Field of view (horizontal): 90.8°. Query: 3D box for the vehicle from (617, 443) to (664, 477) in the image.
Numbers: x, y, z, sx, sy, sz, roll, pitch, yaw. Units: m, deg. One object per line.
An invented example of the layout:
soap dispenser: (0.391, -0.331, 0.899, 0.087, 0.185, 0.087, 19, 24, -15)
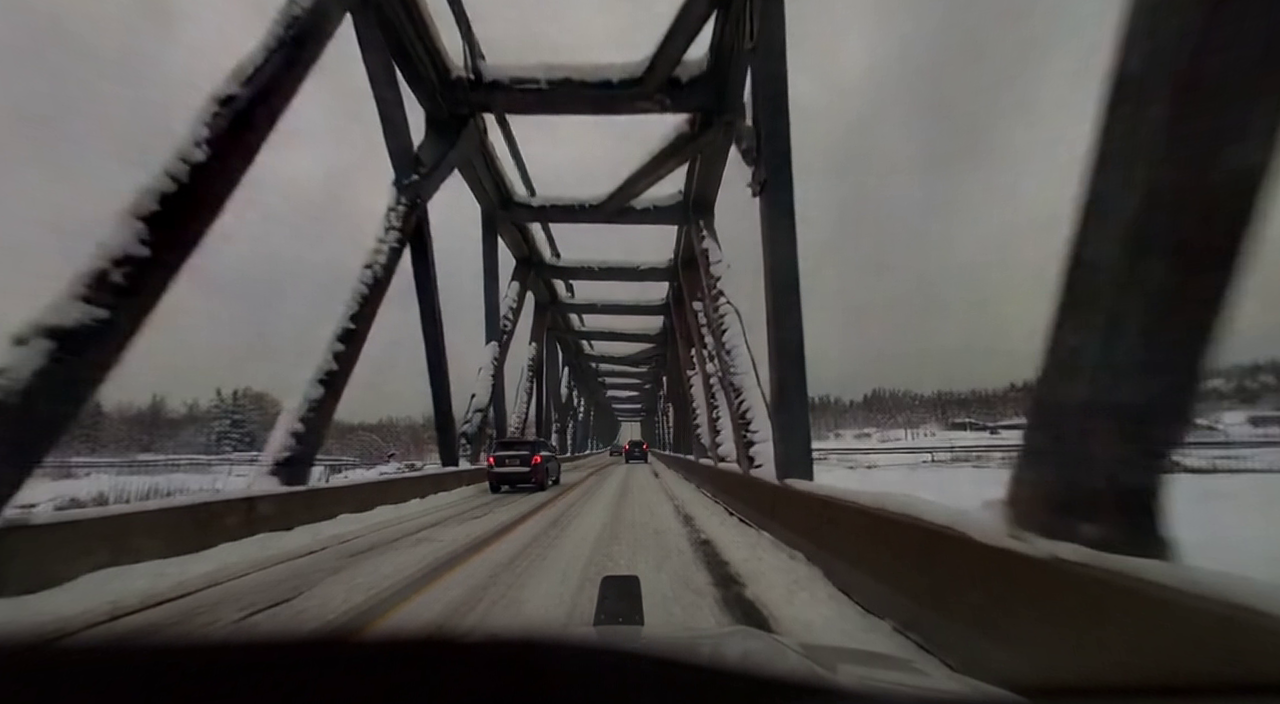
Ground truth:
vehicle: (0.014, 4.987, 29.385, 2.048, 1.450, 3.973, 0, -9, -1)

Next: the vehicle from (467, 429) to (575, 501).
vehicle: (-3.313, 3.262, 18.648, 2.190, 1.807, 4.741, -1, -9, 1)
